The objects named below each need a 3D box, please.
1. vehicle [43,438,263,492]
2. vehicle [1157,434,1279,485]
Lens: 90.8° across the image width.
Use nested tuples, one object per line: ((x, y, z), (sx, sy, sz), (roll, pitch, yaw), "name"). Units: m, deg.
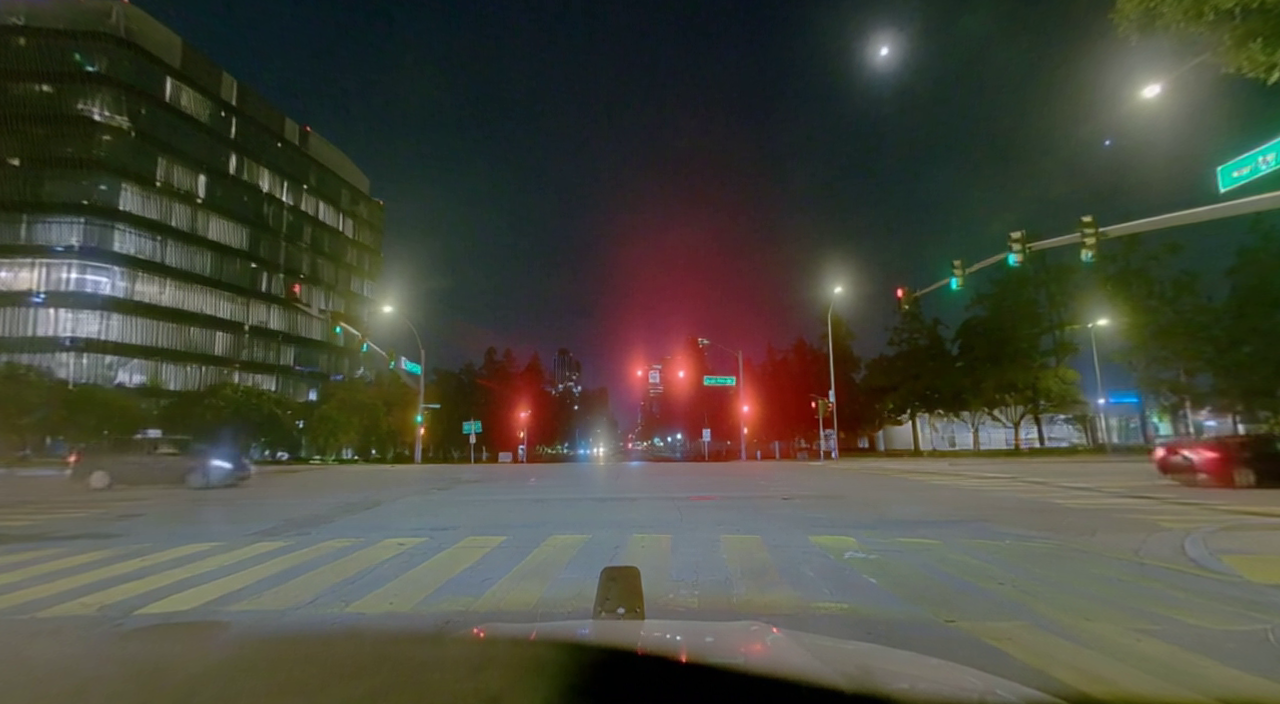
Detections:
((-14.262, 3.318, 18.756), (4.838, 1.468, 2.052), (0, -9, 1), "vehicle")
((18.892, 3.232, 19.173), (4.698, 1.466, 1.883), (0, -9, 0), "vehicle")
